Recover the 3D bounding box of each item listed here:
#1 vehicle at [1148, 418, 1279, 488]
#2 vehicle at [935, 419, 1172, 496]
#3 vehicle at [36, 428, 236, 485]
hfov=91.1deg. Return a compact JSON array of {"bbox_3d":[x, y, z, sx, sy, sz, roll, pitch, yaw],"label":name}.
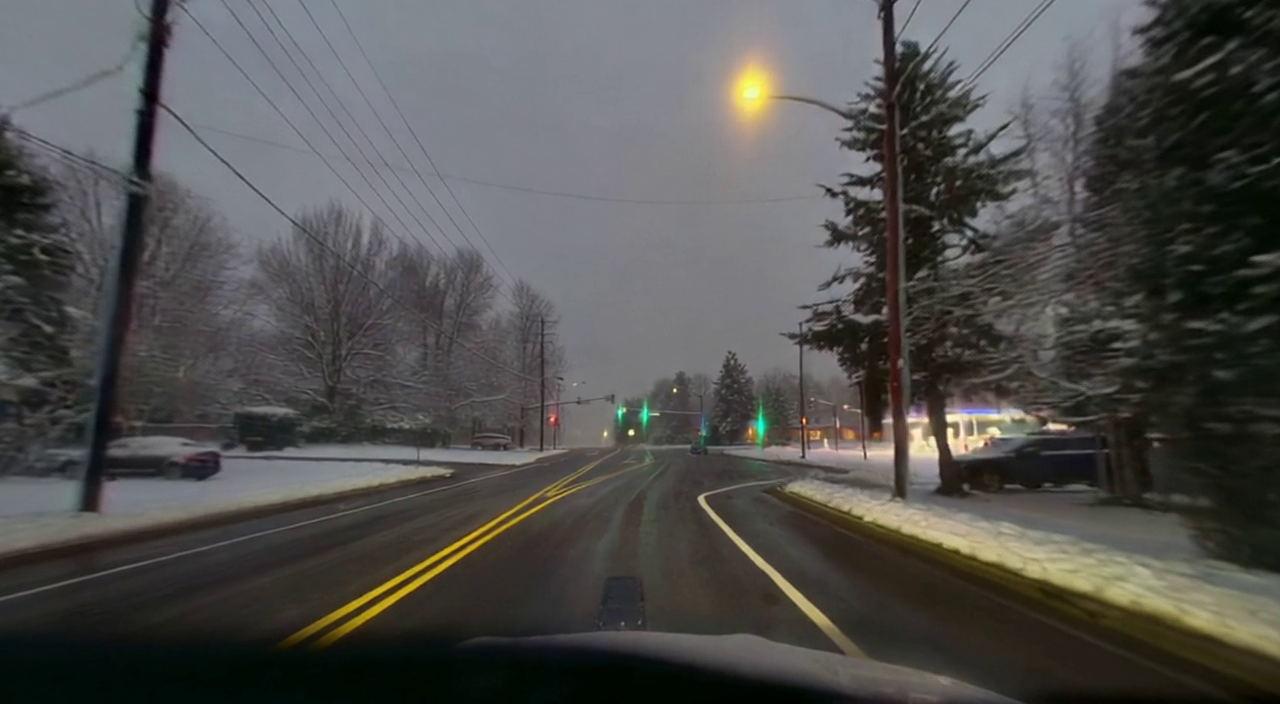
[{"bbox_3d":[16.192,2.619,16.335,4.102,1.683,1.879,-1,-9,4],"label":"vehicle"},{"bbox_3d":[10.586,2.755,16.568,4.736,1.816,1.999,-3,-9,17],"label":"vehicle"},{"bbox_3d":[-15.258,3.202,19.469,2.009,1.526,4.730,-1,-9,5],"label":"vehicle"}]
